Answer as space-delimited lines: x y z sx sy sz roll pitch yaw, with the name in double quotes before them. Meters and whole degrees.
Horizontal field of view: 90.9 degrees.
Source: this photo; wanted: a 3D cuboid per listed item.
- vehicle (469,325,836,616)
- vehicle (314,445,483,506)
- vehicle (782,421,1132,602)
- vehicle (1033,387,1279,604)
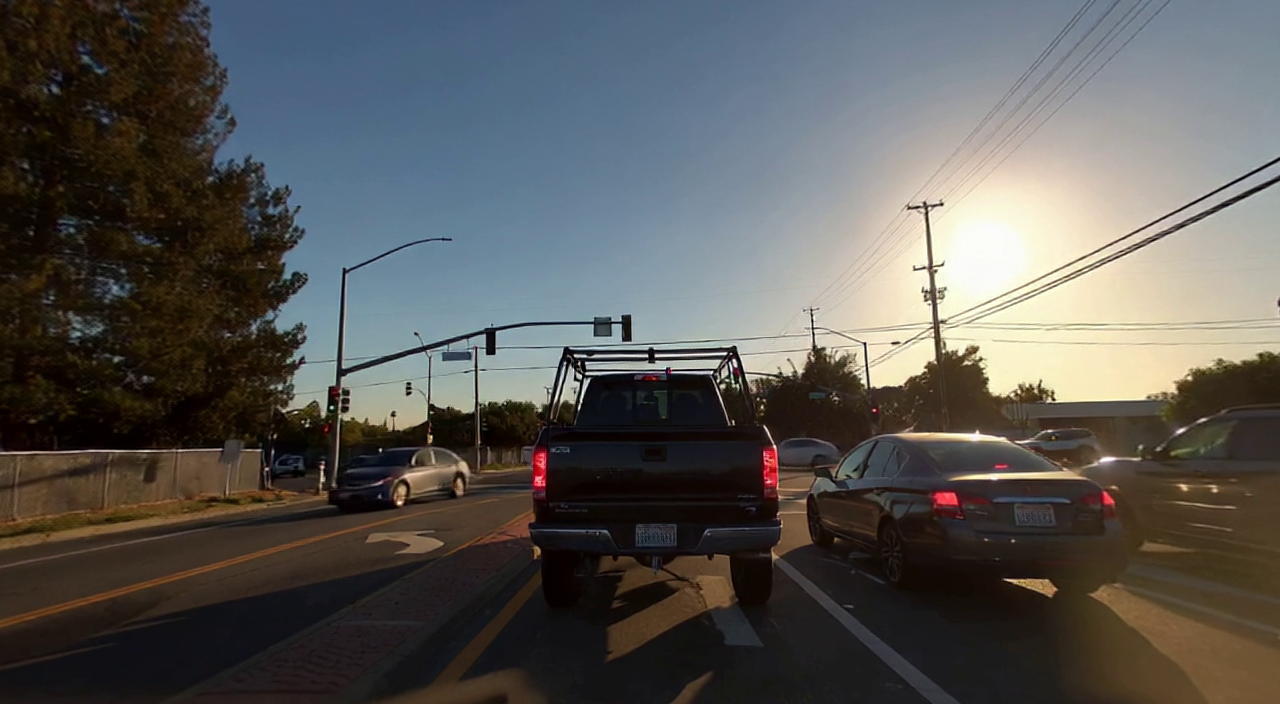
"vehicle" 0.099 1.356 8.062 2.831 2.284 6.149 0 -8 0
"vehicle" -7.260 3.727 19.717 2.378 1.611 5.046 -2 -9 14
"vehicle" 3.118 1.637 7.362 1.993 1.495 4.060 0 -8 1
"vehicle" 6.153 1.297 6.013 1.982 1.727 4.352 0 -8 1
